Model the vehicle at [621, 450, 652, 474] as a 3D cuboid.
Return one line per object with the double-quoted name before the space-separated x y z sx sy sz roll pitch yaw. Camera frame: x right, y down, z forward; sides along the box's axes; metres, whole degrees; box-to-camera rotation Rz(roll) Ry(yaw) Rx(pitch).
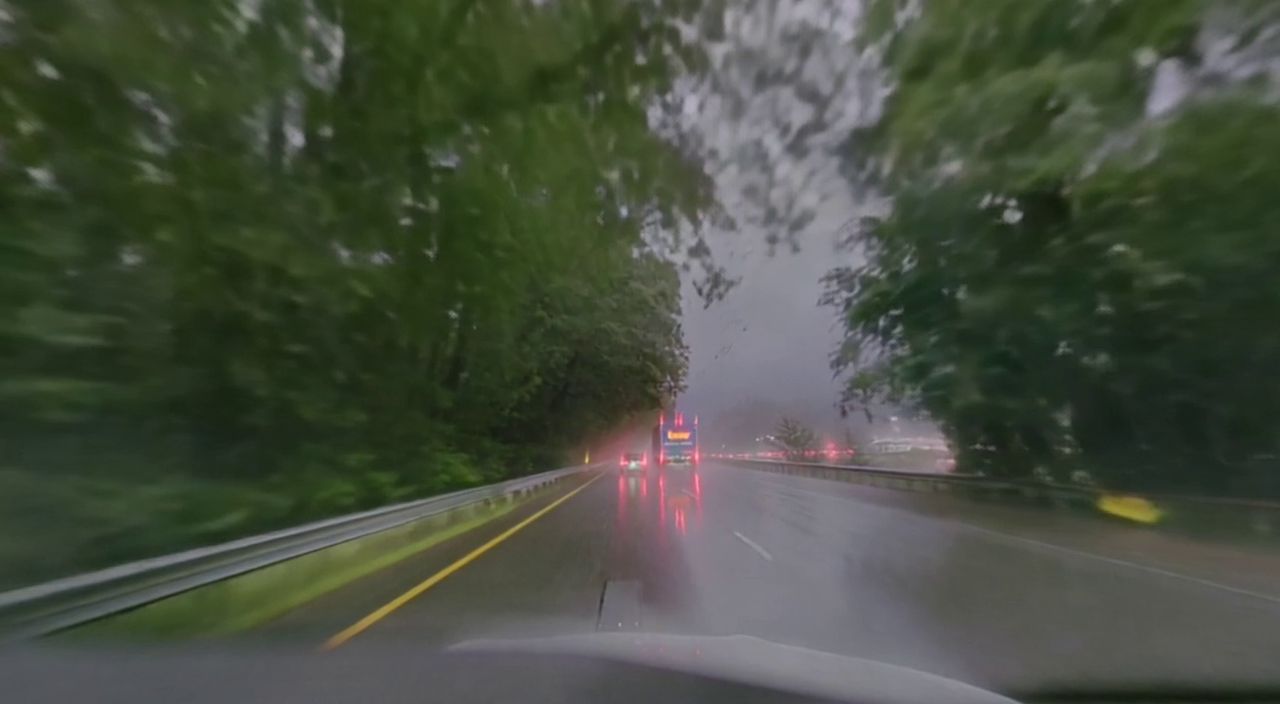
"vehicle" -0.221 7.546 43.142 2.057 1.528 3.958 -1 -9 0
